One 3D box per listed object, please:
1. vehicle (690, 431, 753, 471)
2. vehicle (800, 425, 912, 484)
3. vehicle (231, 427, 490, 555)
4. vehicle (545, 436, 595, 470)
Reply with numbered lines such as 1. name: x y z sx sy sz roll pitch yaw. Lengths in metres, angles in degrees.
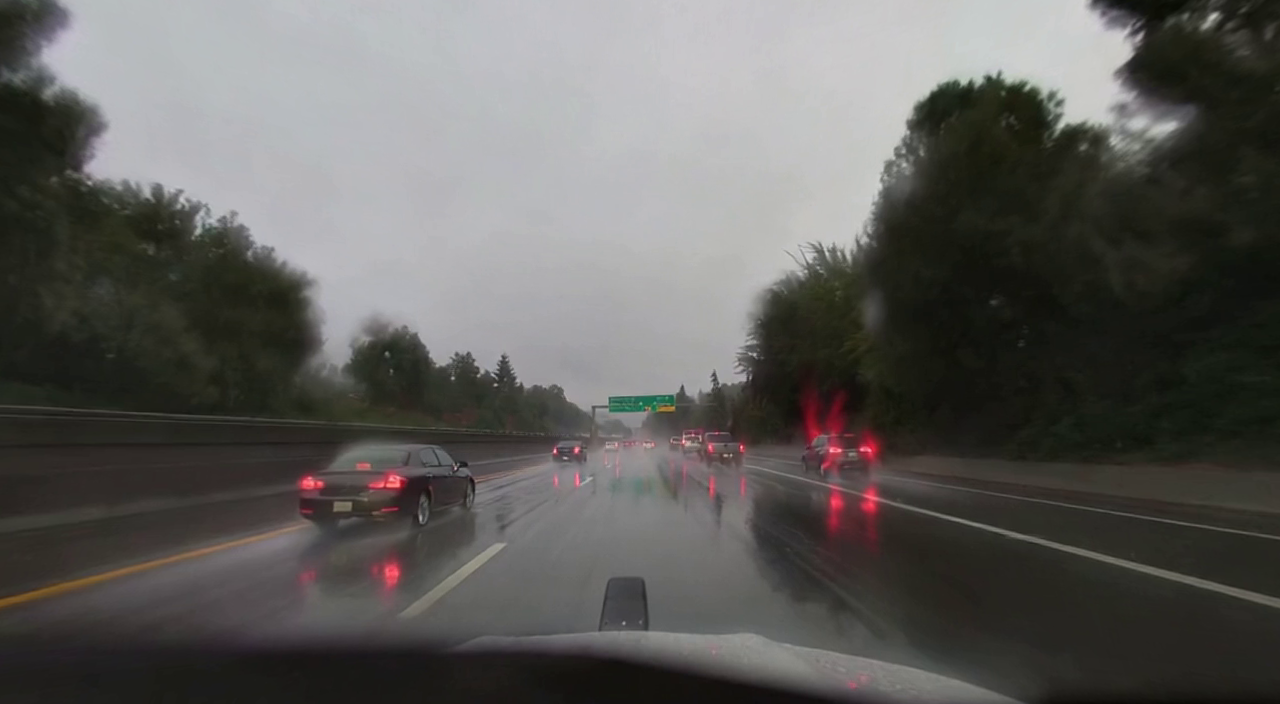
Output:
1. vehicle: 4.201 5.236 33.506 2.517 1.935 5.552 0 -8 -1
2. vehicle: 7.989 3.868 24.089 2.291 1.968 5.662 0 -8 0
3. vehicle: -3.772 1.936 9.481 1.978 1.473 4.073 0 -8 1
4. vehicle: -3.510 5.148 32.351 2.020 1.628 4.248 0 -8 1
